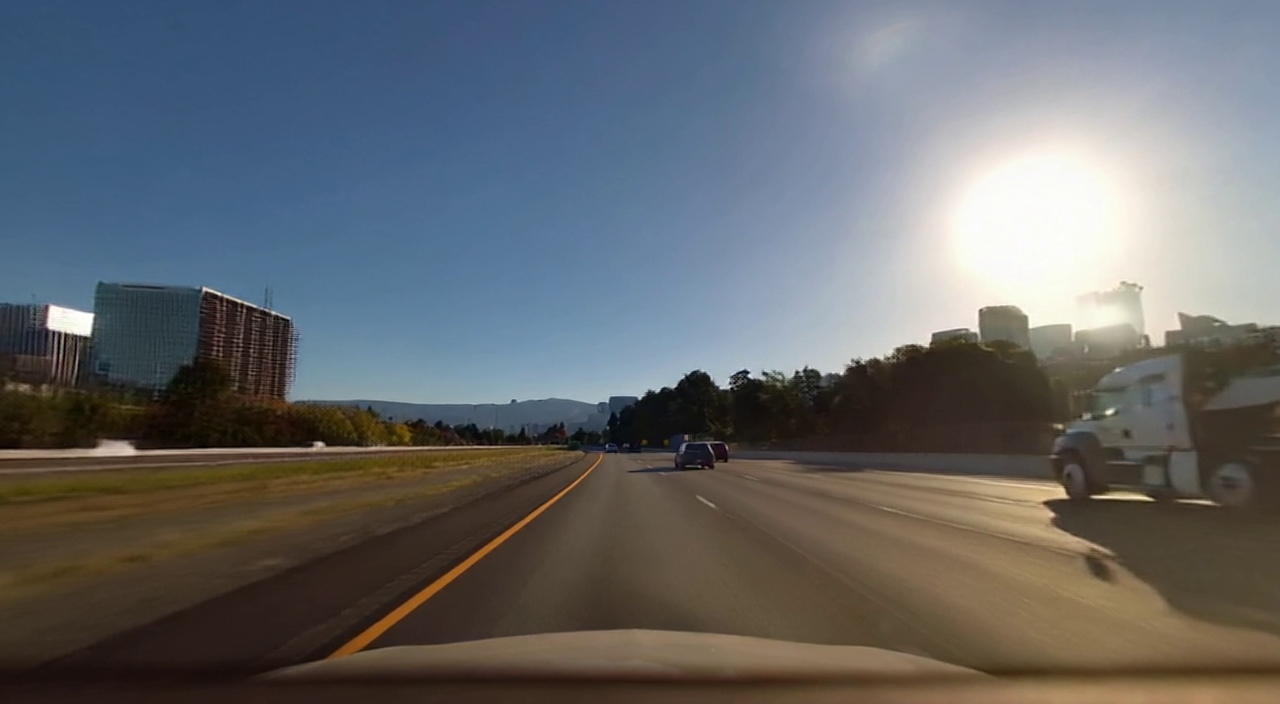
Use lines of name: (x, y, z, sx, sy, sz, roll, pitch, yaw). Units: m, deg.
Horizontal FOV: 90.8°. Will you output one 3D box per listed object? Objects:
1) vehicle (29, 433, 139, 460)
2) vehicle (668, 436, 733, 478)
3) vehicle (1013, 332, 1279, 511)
vehicle: (-34.801, 5.948, 39.794, 2.174, 1.571, 5.284, 0, -8, -2)
vehicle: (2.646, 4.766, 28.903, 2.305, 1.729, 4.526, 0, -8, -3)
vehicle: (14.382, 2.005, 16.762, 3.034, 3.572, 9.491, 0, -8, -1)
